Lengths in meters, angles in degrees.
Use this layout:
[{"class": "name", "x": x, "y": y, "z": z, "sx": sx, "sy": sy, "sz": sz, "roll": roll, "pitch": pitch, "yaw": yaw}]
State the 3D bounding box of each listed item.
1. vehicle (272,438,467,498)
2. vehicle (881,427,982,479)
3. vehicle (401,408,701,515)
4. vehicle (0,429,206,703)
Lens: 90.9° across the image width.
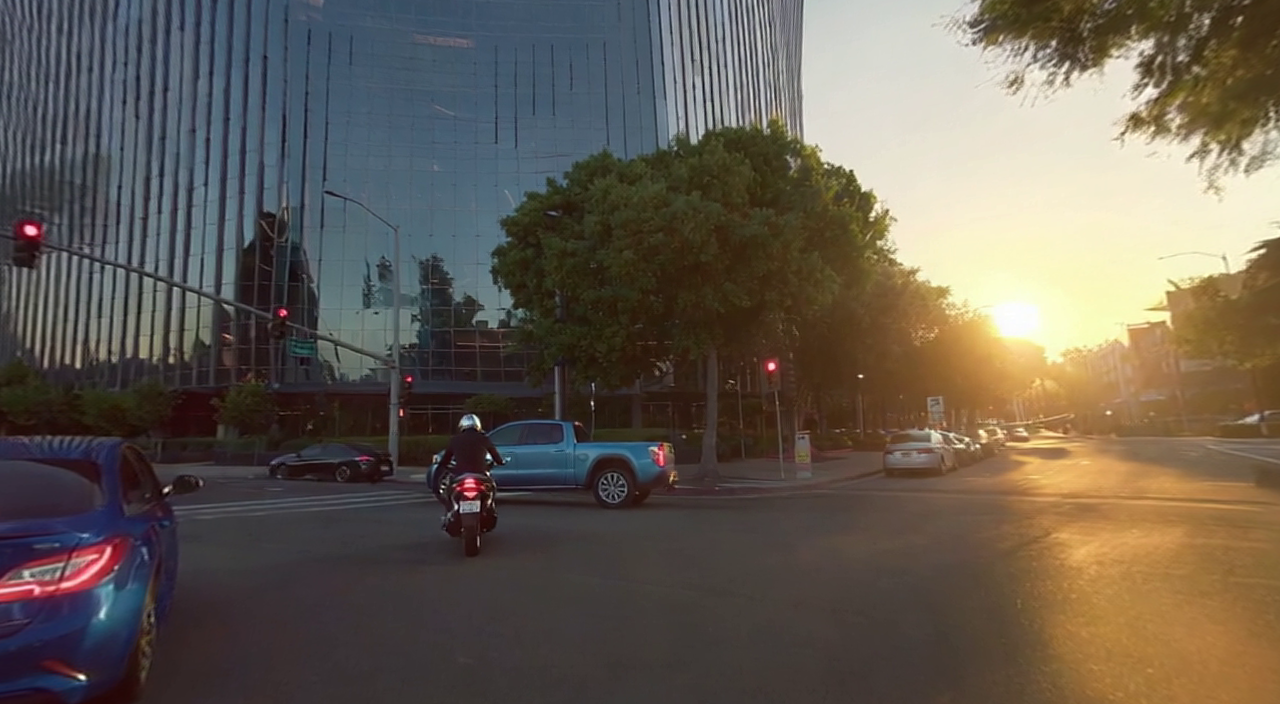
[{"class": "vehicle", "x": -7.150, "y": 3.087, "z": 17.012, "sx": 4.401, "sy": 1.480, "sz": 1.864, "roll": -1, "pitch": -8, "yaw": 3}, {"class": "vehicle", "x": 10.622, "y": 3.608, "z": 22.798, "sx": 2.084, "sy": 1.656, "sz": 4.583, "roll": -7, "pitch": -11, "yaw": 39}, {"class": "vehicle", "x": -1.868, "y": 2.263, "z": 13.506, "sx": 5.833, "sy": 1.960, "sz": 2.341, "roll": 2, "pitch": -9, "yaw": -16}, {"class": "vehicle", "x": -4.323, "y": 1.297, "z": 4.283, "sx": 2.009, "sy": 1.450, "sz": 4.182, "roll": 6, "pitch": -10, "yaw": -36}]
